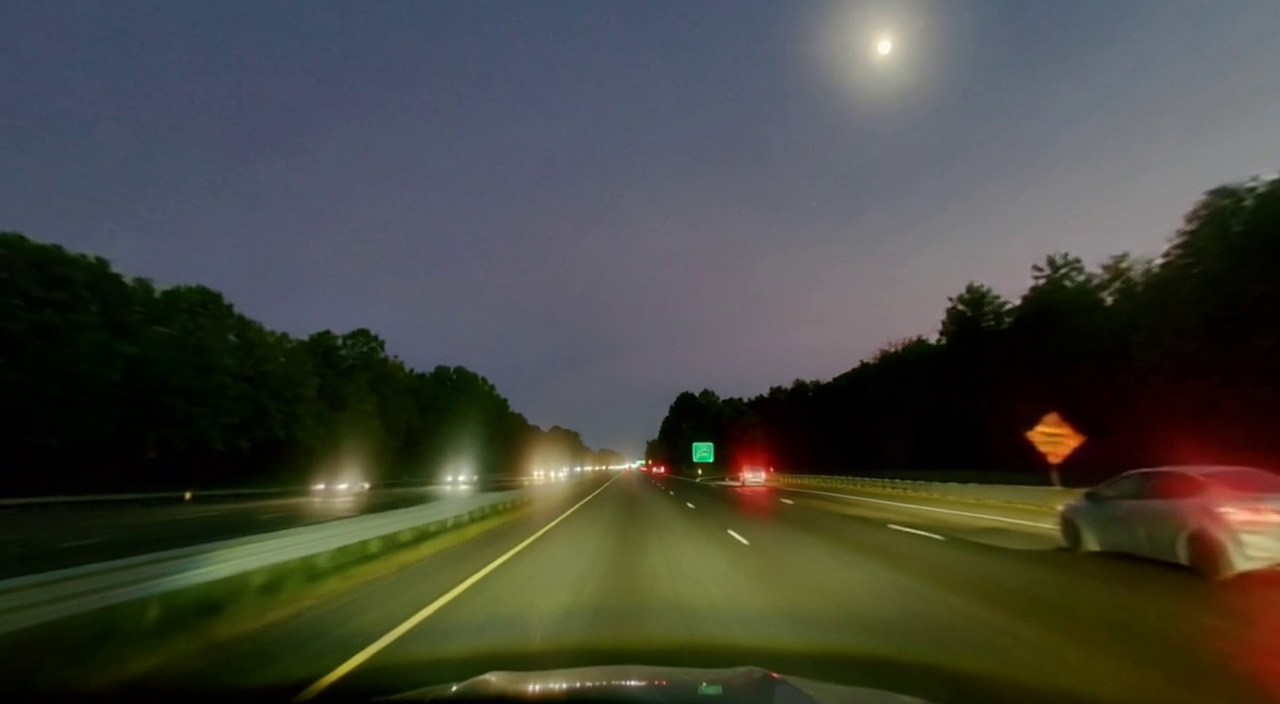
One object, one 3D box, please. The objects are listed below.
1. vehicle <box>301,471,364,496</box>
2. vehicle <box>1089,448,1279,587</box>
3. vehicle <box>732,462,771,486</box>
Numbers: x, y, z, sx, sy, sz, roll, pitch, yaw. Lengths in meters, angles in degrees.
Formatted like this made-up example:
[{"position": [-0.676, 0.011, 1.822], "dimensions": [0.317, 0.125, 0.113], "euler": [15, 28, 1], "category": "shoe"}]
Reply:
[{"position": [-20.067, 8.581, 41.257], "dimensions": [1.795, 1.513, 3.900], "euler": [-1, -10, 7], "category": "vehicle"}, {"position": [7.906, 1.900, 7.374], "dimensions": [2.024, 1.476, 4.352], "euler": [1, -10, -1], "category": "vehicle"}, {"position": [7.814, 8.620, 44.698], "dimensions": [1.951, 1.566, 4.616], "euler": [1, -10, 0], "category": "vehicle"}]
